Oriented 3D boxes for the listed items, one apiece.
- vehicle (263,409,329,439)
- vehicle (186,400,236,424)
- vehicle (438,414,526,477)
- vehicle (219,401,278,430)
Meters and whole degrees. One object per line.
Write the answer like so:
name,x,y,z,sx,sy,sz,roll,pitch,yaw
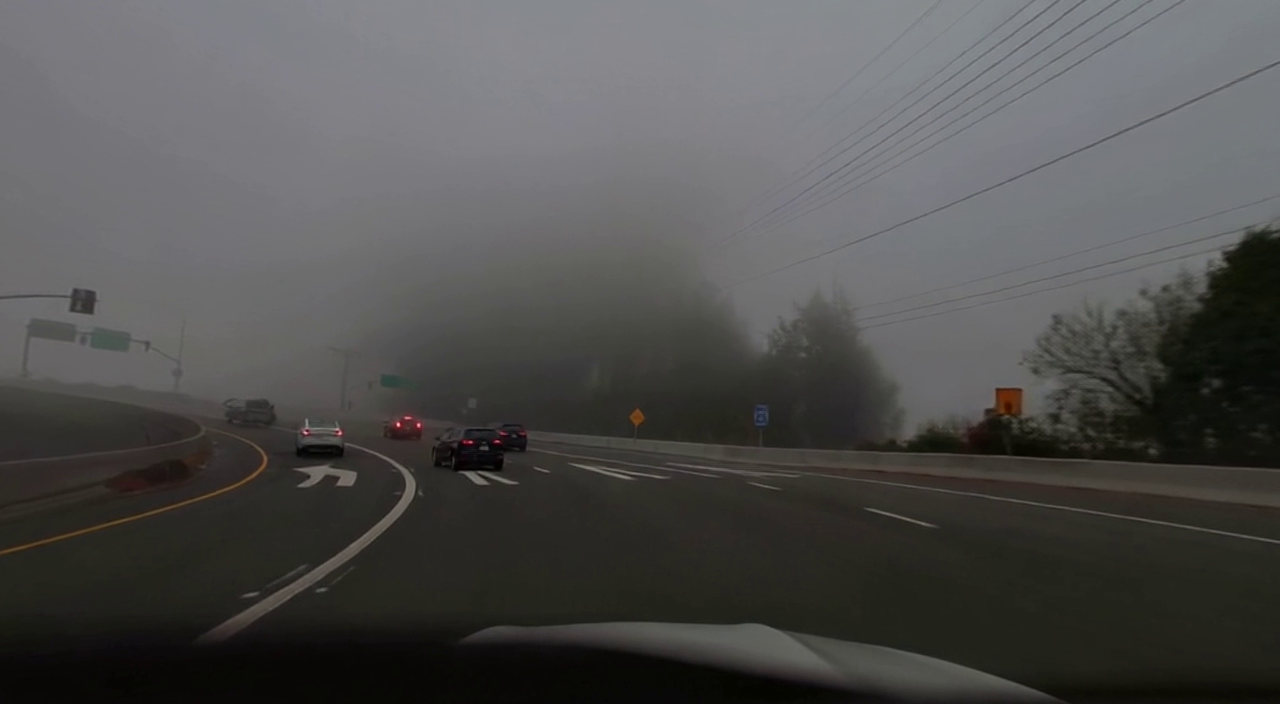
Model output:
vehicle,-19.384,4.109,35.444,2.033,1.501,4.623,8,-11,-42
vehicle,-31.252,4.401,45.878,4.459,1.486,1.763,-7,-11,40
vehicle,-5.067,2.929,19.805,2.140,1.724,4.304,3,-9,-21
vehicle,-25.686,4.211,41.301,4.285,1.747,2.076,-8,-11,42
